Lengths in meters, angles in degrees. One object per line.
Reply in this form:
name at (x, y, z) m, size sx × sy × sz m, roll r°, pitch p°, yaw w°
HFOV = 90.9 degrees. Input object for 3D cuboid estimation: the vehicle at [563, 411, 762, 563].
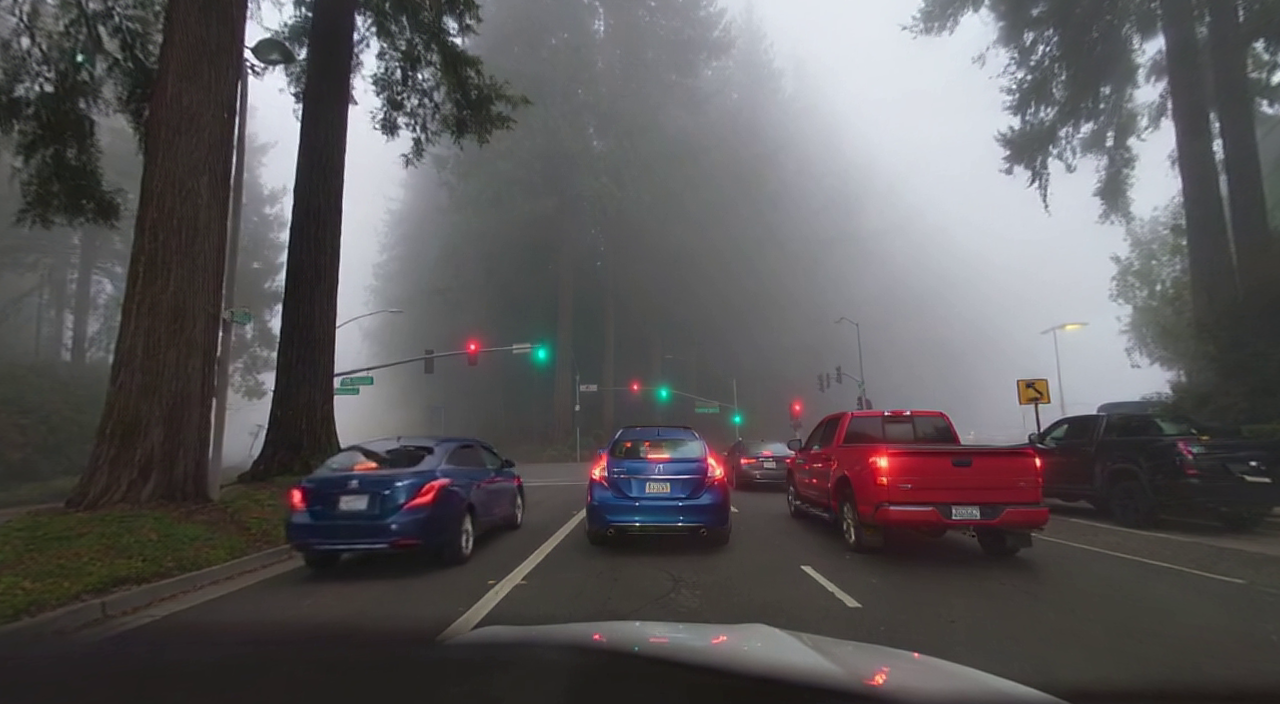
vehicle at (0.248, 1.773, 8.971) m, size 2.168 × 1.641 × 4.039 m, roll 0°, pitch -8°, yaw 0°

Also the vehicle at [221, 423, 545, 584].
vehicle at (-2.821, 1.813, 8.575) m, size 2.133 × 1.496 × 5.150 m, roll 0°, pitch -8°, yaw 2°

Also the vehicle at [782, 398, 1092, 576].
vehicle at (3.386, 1.633, 8.372) m, size 2.099 × 1.725 × 4.290 m, roll 0°, pitch -8°, yaw 2°
